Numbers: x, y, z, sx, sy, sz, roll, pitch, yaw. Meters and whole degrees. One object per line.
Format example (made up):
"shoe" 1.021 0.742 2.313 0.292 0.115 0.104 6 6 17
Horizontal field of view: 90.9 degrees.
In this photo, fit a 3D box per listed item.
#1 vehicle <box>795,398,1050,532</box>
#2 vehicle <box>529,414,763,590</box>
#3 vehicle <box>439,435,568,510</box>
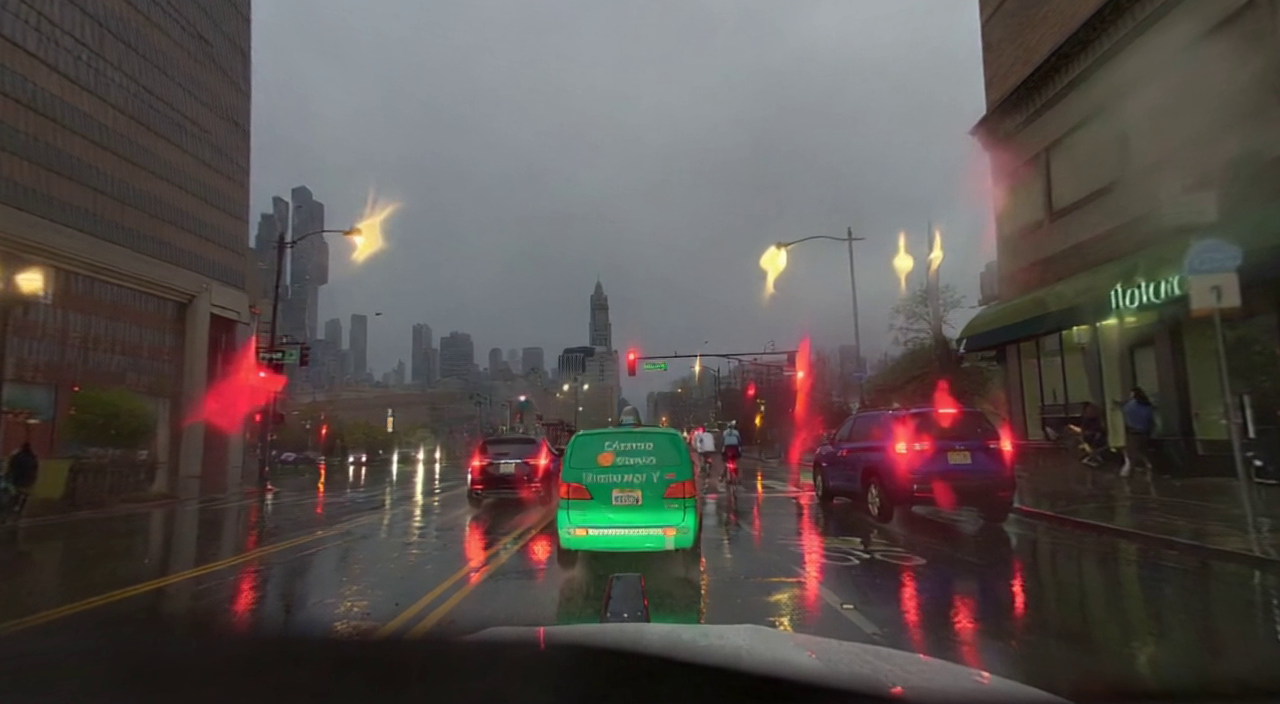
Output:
"vehicle" 4.513 1.923 11.171 2.142 1.829 4.767 0 -9 -2
"vehicle" 0.041 1.650 7.721 2.091 1.557 4.000 0 -9 0
"vehicle" -2.943 2.722 14.722 2.039 1.452 4.489 0 -9 0
